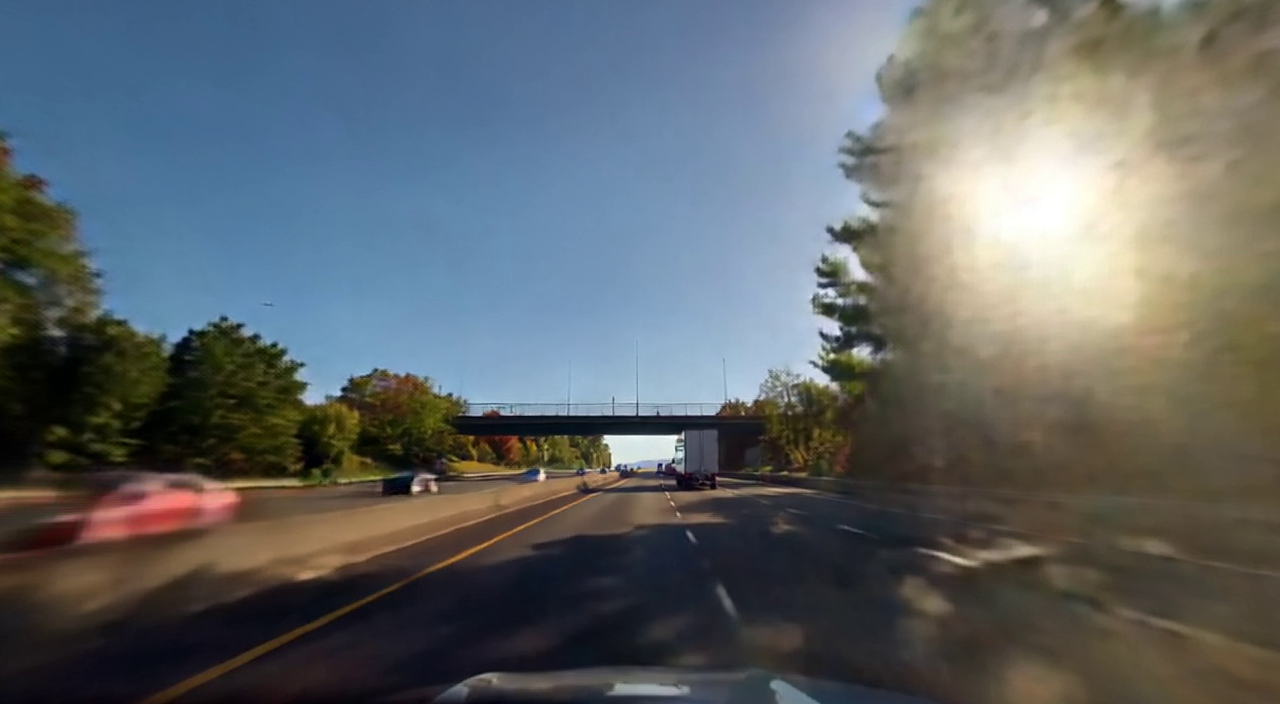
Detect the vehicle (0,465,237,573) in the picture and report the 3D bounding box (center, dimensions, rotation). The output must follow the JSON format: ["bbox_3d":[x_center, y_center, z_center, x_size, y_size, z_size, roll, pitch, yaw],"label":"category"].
[{"bbox_3d":[-9.713,2.835,11.365,2.046,1.536,4.145,1,-10,1],"label":"vehicle"}]
